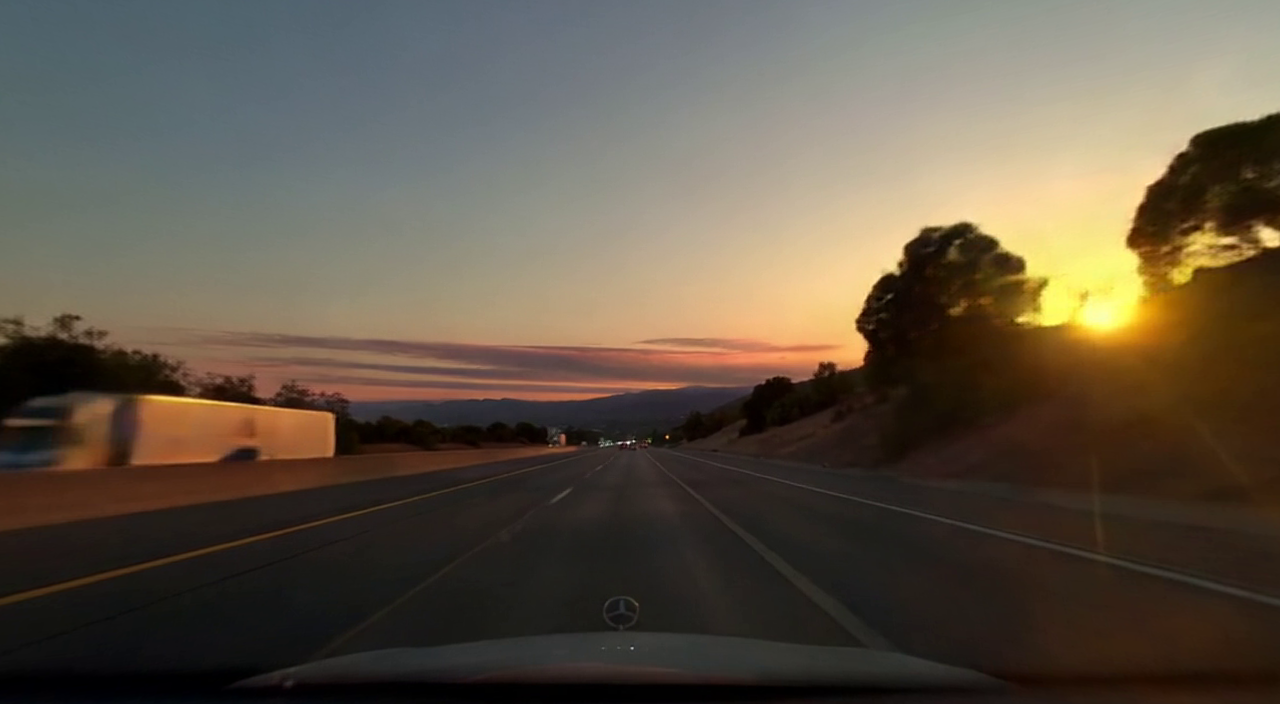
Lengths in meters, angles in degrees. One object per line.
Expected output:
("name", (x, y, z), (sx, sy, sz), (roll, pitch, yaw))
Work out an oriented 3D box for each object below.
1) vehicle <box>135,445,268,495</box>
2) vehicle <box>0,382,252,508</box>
("vehicle", (-16.548, 4.442, 23.950), (1.918, 1.709, 4.258), (-1, -9, 1))
("vehicle", (-20.638, 3.785, 25.508), (3.031, 4.052, 10.346), (0, -9, -1))
